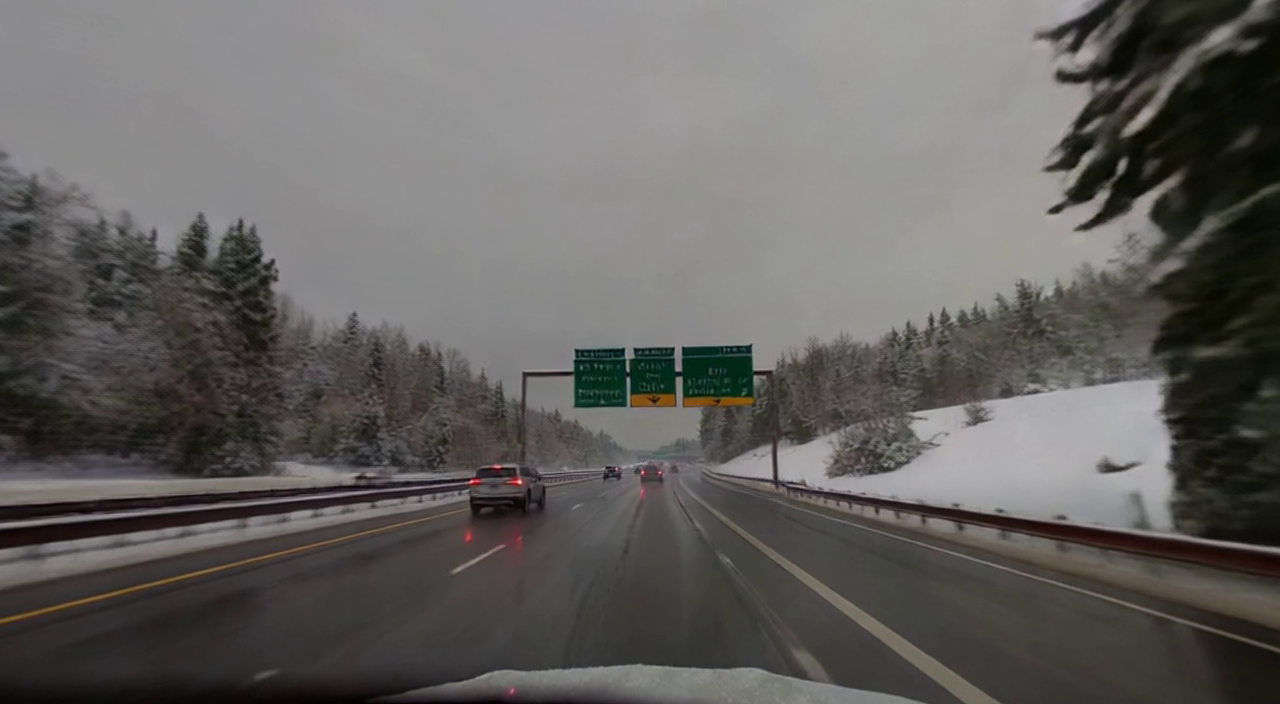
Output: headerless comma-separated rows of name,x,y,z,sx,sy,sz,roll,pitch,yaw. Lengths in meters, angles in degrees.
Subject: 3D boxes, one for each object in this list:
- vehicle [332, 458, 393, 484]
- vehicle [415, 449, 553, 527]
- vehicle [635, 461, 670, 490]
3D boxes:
vehicle,-21.060,9.078,48.039,1.950,1.762,5.268,1,-10,4
vehicle,-3.597,3.278,15.566,2.063,1.556,4.740,1,-10,1
vehicle,0.818,7.453,38.215,2.000,1.594,3.996,1,-10,3
